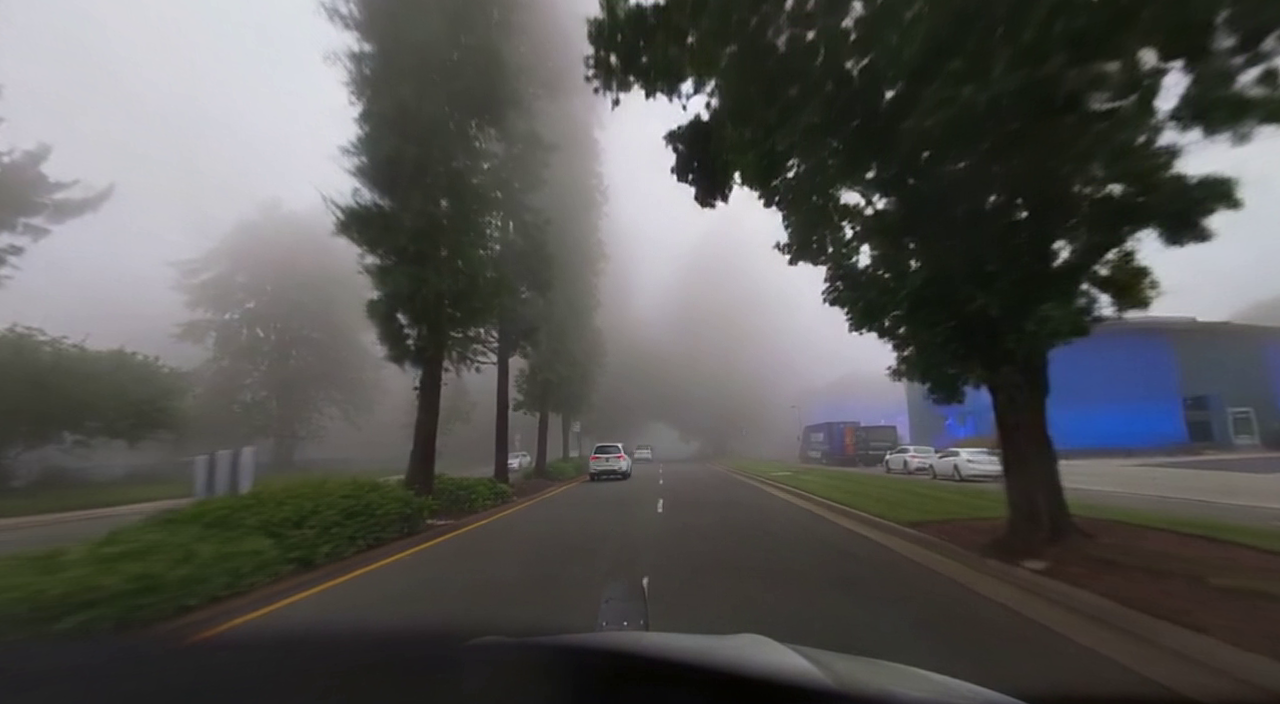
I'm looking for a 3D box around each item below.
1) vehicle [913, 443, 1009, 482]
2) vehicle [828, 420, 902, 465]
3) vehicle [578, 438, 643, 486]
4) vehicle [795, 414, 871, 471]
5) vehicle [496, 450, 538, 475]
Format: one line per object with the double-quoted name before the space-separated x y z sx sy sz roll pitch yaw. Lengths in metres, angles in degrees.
"vehicle" 13.144 4.534 26.134 1.852 1.457 4.351 0 -9 3
"vehicle" 13.653 5.572 38.808 2.507 2.441 6.959 -2 -8 5
"vehicle" -1.061 4.326 25.061 2.129 1.713 4.314 0 -8 3
"vehicle" 14.458 6.932 48.366 2.794 3.710 10.785 -3 -8 3
"vehicle" -9.422 8.492 48.666 1.997 1.775 4.585 -1 -8 4
